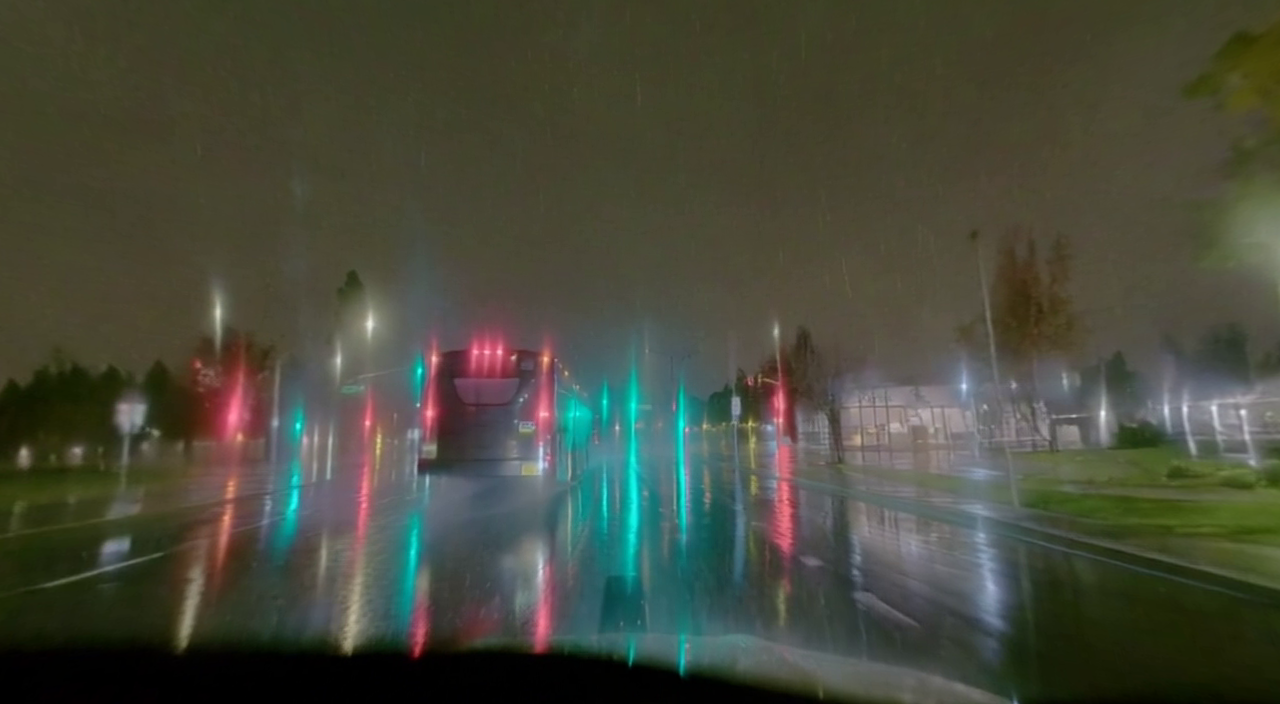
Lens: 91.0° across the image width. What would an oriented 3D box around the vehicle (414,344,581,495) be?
[{"bbox_3d":[-3.724,2.342,19.818,3.031,3.429,11.005,0,-9,-2],"label":"vehicle"}]
